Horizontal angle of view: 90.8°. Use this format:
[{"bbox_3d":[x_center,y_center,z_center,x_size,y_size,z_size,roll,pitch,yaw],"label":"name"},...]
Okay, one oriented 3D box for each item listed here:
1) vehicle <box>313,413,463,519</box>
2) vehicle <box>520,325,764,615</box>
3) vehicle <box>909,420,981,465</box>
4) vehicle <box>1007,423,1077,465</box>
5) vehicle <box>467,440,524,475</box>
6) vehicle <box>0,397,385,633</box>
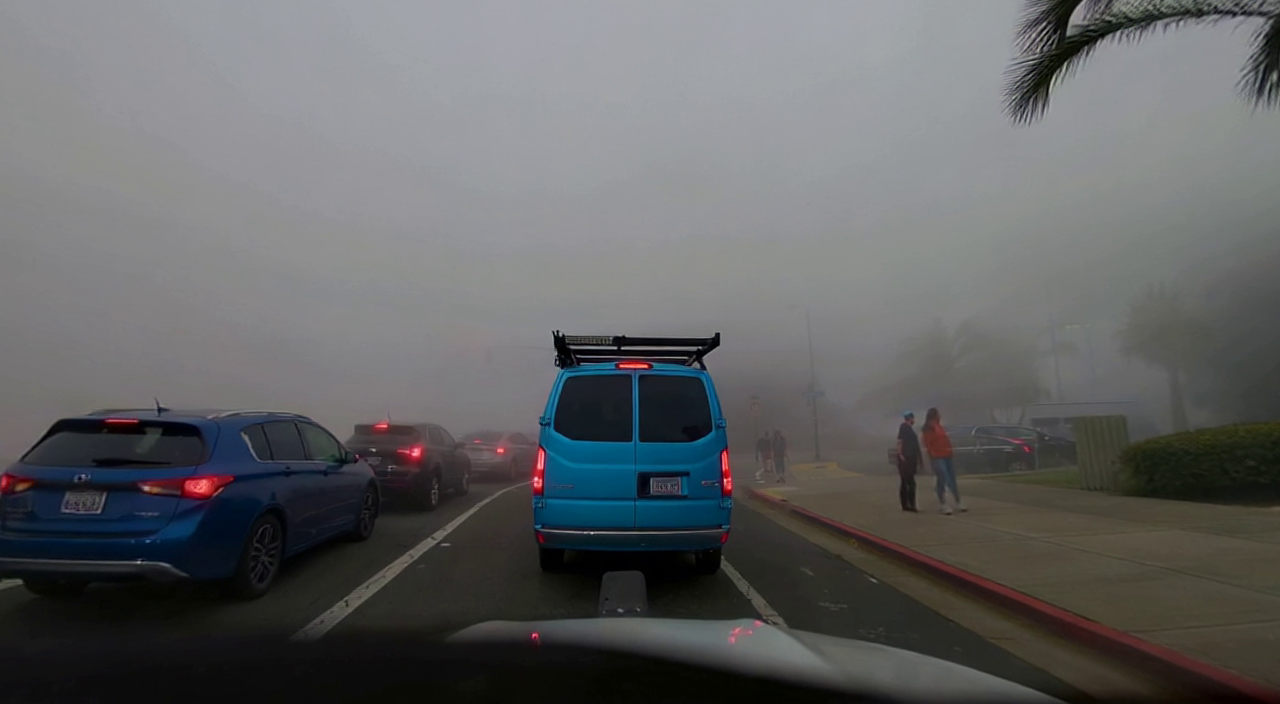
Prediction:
[{"bbox_3d":[-5.215,2.414,13.887,2.089,1.854,5.022,2,-9,-11],"label":"vehicle"},{"bbox_3d":[-0.205,1.221,7.159,1.902,2.238,4.263,1,-9,-6],"label":"vehicle"},{"bbox_3d":[12.644,3.760,26.050,2.046,1.675,3.924,-6,-10,33],"label":"vehicle"},{"bbox_3d":[15.780,3.619,24.720,2.048,1.475,3.972,-6,-10,34],"label":"vehicle"},{"bbox_3d":[-6.847,4.887,29.565,1.818,1.479,4.428,4,-9,-22],"label":"vehicle"},{"bbox_3d":[-4.402,1.470,6.668,1.986,1.643,4.315,1,-9,-6],"label":"vehicle"}]
